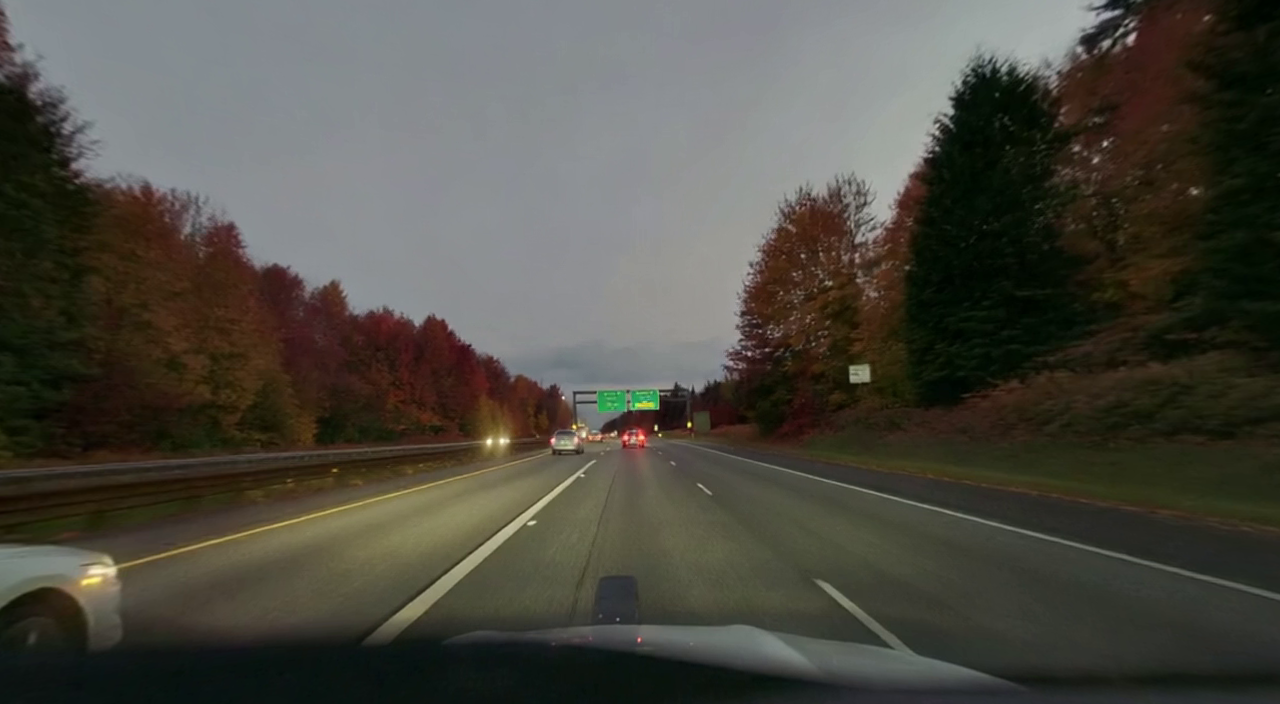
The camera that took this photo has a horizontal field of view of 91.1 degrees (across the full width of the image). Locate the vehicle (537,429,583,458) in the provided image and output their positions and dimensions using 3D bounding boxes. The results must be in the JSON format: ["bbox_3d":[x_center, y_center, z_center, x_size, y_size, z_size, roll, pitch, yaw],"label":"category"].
[{"bbox_3d":[-4.402,5.131,35.292,2.071,1.524,4.398,0,-8,-1],"label":"vehicle"}]

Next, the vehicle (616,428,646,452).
[{"bbox_3d":[-0.673,6.257,44.904,2.054,1.609,3.859,0,-8,-1],"label":"vehicle"}]
